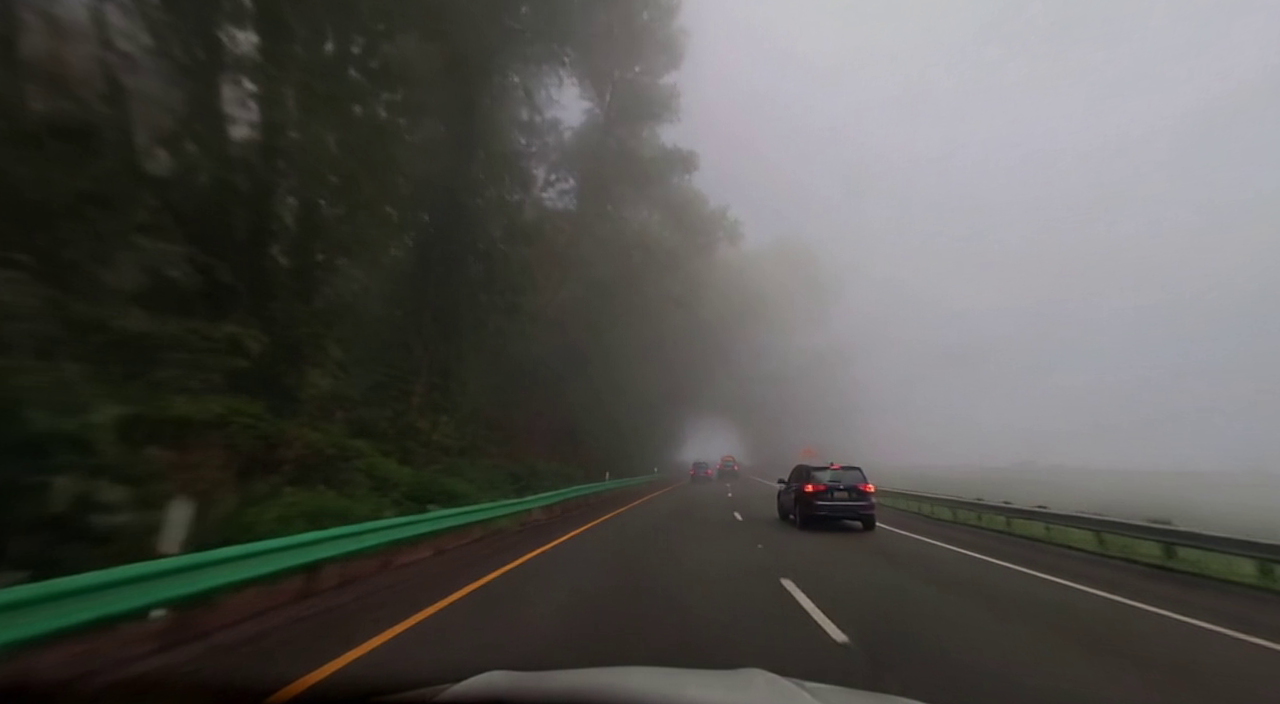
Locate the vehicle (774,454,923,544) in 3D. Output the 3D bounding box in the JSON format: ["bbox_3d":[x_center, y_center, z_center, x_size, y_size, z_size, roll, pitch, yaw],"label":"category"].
[{"bbox_3d":[4.220,3.058,13.550,2.023,1.593,4.105,0,-11,4],"label":"vehicle"}]
